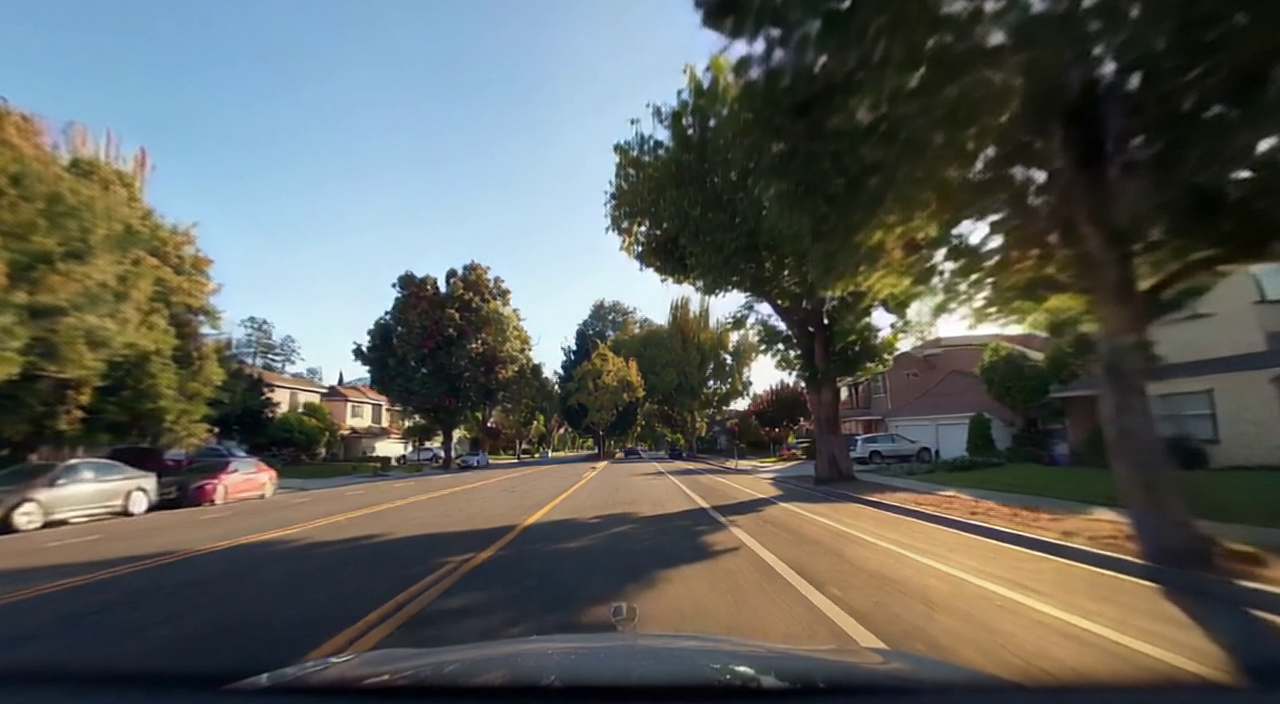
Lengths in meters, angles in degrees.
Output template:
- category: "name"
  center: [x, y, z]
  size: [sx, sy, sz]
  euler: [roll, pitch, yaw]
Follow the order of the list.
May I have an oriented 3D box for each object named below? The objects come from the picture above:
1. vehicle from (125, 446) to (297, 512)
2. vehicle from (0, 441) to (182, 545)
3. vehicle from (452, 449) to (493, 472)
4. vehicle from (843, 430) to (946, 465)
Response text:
- category: "vehicle"
  center: [-12.639, 3.718, 19.081]
  size: [2.110, 1.709, 4.426]
  euler: [0, -8, -1]
- category: "vehicle"
  center: [-12.578, 2.882, 13.612]
  size: [2.003, 1.804, 4.554]
  euler: [-1, -7, 0]
- category: "vehicle"
  center: [-12.768, 8.277, 48.439]
  size: [1.936, 1.504, 4.456]
  euler: [-2, -7, 0]
- category: "vehicle"
  center: [13.602, 5.141, 33.999]
  size: [4.629, 1.770, 1.959]
  euler: [0, -8, 0]
